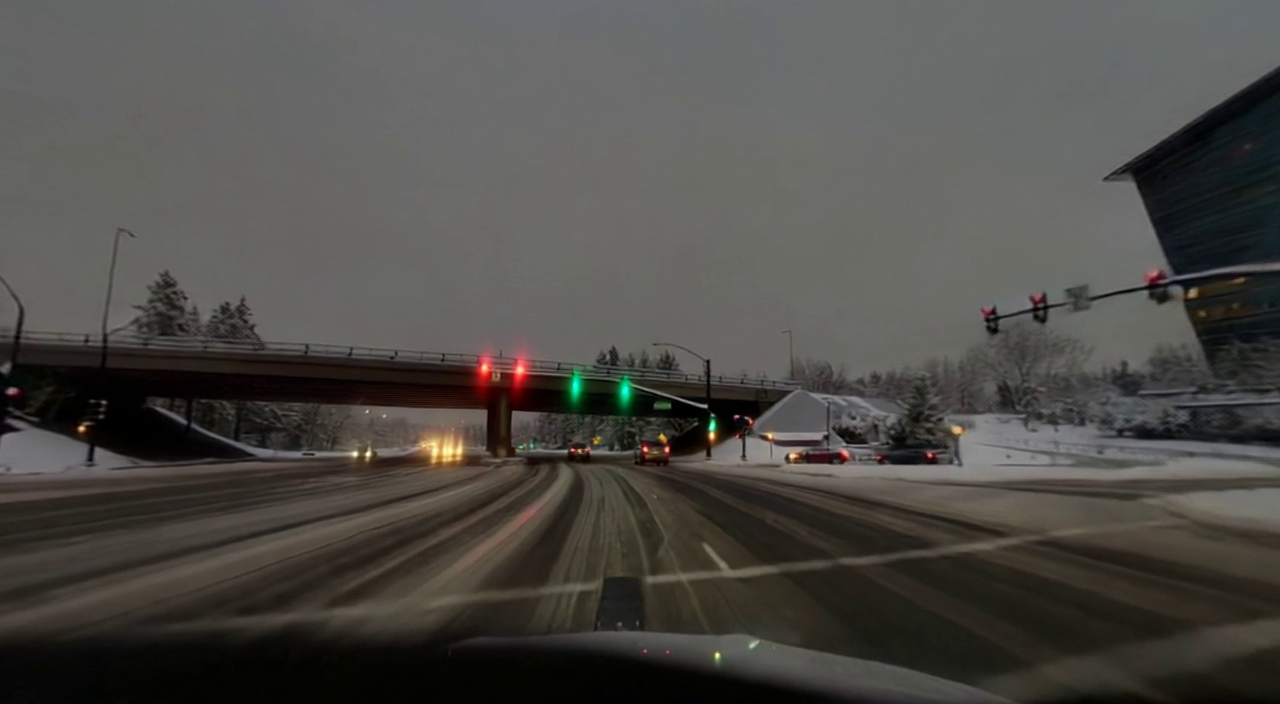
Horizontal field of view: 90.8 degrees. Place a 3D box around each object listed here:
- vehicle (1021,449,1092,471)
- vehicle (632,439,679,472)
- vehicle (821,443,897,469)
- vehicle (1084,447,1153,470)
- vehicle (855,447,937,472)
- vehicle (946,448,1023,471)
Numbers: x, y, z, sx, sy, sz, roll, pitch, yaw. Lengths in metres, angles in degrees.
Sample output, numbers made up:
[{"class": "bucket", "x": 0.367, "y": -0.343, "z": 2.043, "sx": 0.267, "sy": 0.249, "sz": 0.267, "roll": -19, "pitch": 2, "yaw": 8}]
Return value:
[{"class": "vehicle", "x": 29.263, "y": 7.577, "z": 44.363, "sx": 4.427, "sy": 1.475, "sz": 1.897, "roll": 4, "pitch": -9, "yaw": -23}, {"class": "vehicle", "x": 0.801, "y": 5.685, "z": 34.862, "sx": 2.024, "sy": 1.724, "sz": 3.928, "roll": 1, "pitch": -9, "yaw": -7}, {"class": "vehicle", "x": 14.722, "y": 6.966, "z": 42.464, "sx": 4.501, "sy": 1.631, "sz": 2.165, "roll": 4, "pitch": -9, "yaw": -23}, {"class": "vehicle", "x": 35.835, "y": 7.946, "z": 47.271, "sx": 4.589, "sy": 1.634, "sz": 1.883, "roll": 4, "pitch": -9, "yaw": -22}, {"class": "vehicle", "x": 15.623, "y": 6.505, "z": 38.506, "sx": 4.538, "sy": 1.417, "sz": 1.948, "roll": 4, "pitch": -9, "yaw": -24}, {"class": "vehicle", "x": 22.868, "y": 7.094, "z": 41.944, "sx": 4.570, "sy": 1.455, "sz": 1.976, "roll": 4, "pitch": -9, "yaw": -23}]
